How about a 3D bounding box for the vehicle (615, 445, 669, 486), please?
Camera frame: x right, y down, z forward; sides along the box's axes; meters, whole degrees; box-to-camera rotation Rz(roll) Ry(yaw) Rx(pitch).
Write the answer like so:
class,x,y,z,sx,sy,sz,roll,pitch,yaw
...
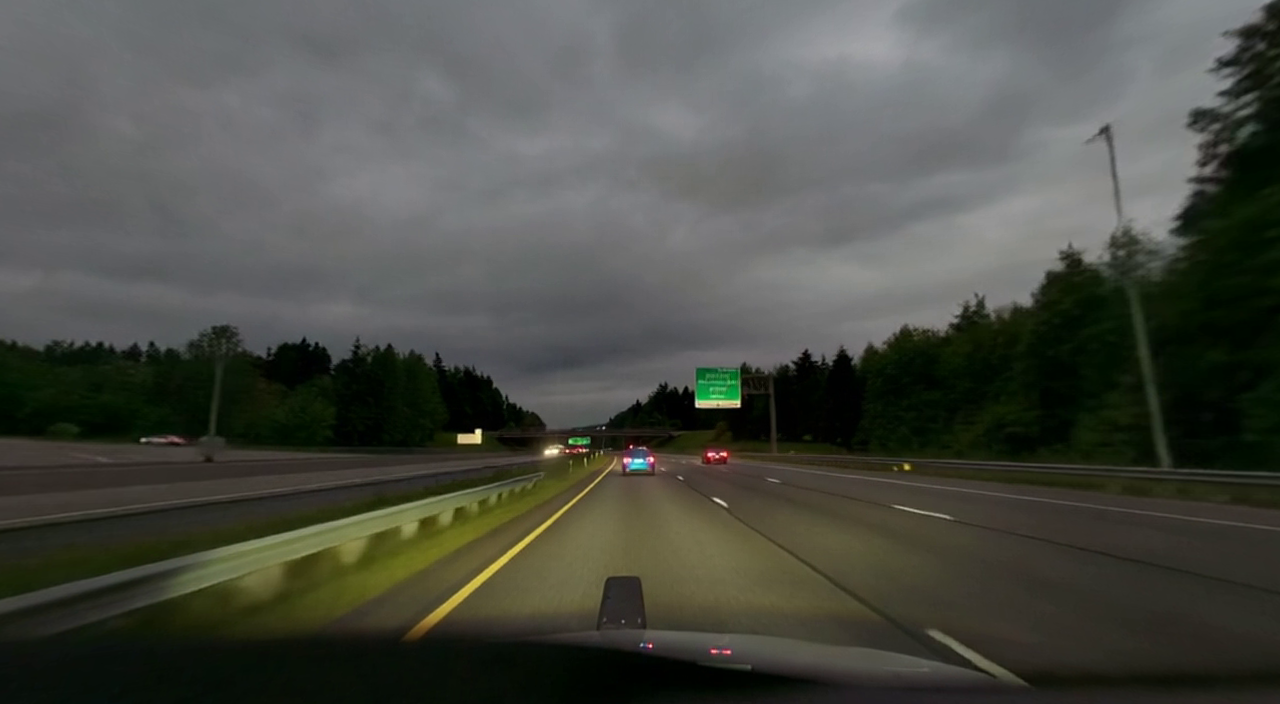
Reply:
class,x,y,z,sx,sy,sz,roll,pitch,yaw
vehicle,0.035,4.662,26.235,2.069,1.523,4.012,0,-9,-1
